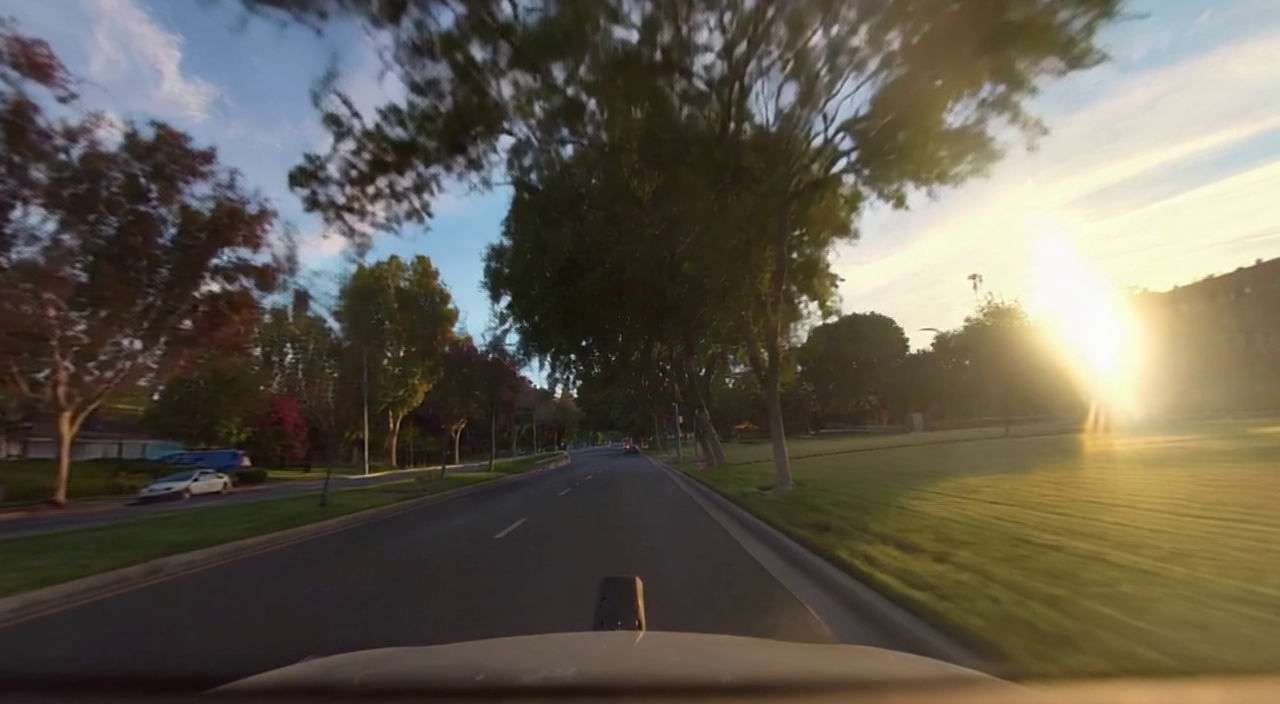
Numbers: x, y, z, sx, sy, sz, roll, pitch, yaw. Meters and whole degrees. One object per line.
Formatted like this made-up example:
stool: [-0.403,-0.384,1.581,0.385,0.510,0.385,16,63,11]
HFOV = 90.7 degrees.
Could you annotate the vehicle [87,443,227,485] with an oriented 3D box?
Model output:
vehicle: [-24.809,5.755,32.653,5.409,1.967,2.123,-1,-8,0]
